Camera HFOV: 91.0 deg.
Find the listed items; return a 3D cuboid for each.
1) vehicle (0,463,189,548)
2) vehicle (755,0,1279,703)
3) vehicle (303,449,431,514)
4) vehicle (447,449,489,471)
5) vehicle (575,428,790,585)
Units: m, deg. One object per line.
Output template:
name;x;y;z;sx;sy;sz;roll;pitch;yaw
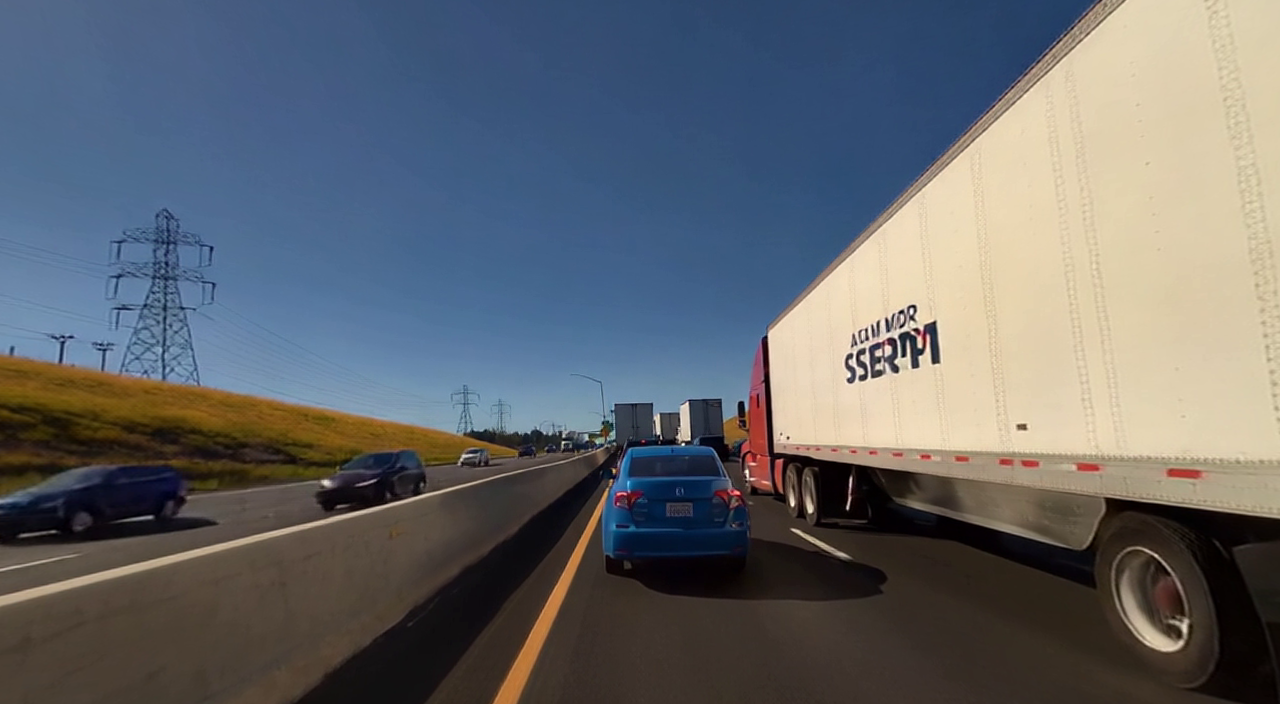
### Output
vehicle;-12.093;3.211;13.688;1.795;1.441;3.759;-1;-8;-1
vehicle;4.152;0.132;5.832;3.138;4.065;14.276;0;-8;-1
vehicle;-8.007;3.794;18.975;1.991;1.629;4.259;-1;-8;-1
vehicle;-12.545;7.887;46.238;1.853;1.445;4.478;-1;-8;-1
vehicle;0.339;1.723;7.846;2.045;1.446;3.597;0;-8;-2
